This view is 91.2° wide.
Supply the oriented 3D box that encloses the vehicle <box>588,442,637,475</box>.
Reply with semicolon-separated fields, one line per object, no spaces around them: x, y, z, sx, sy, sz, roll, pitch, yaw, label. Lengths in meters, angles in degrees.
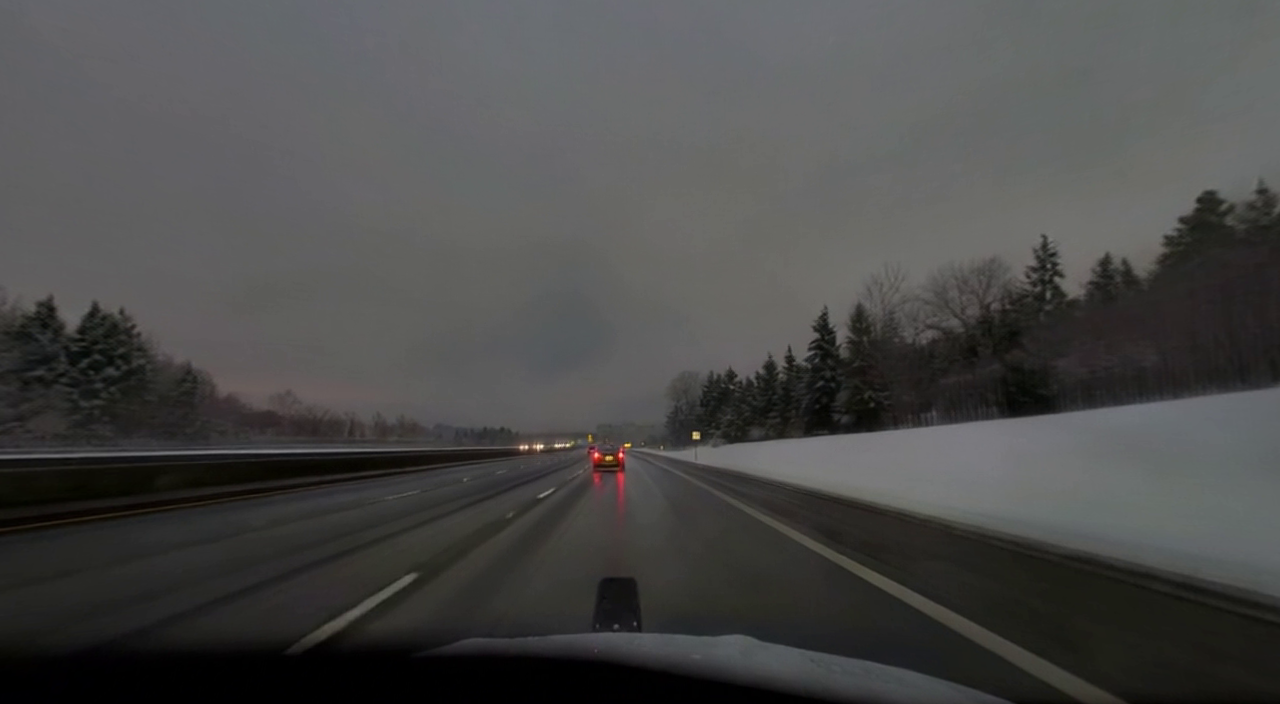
-1.284;5.242;31.025;2.055;1.509;4.255;-1;-9;2;vehicle
